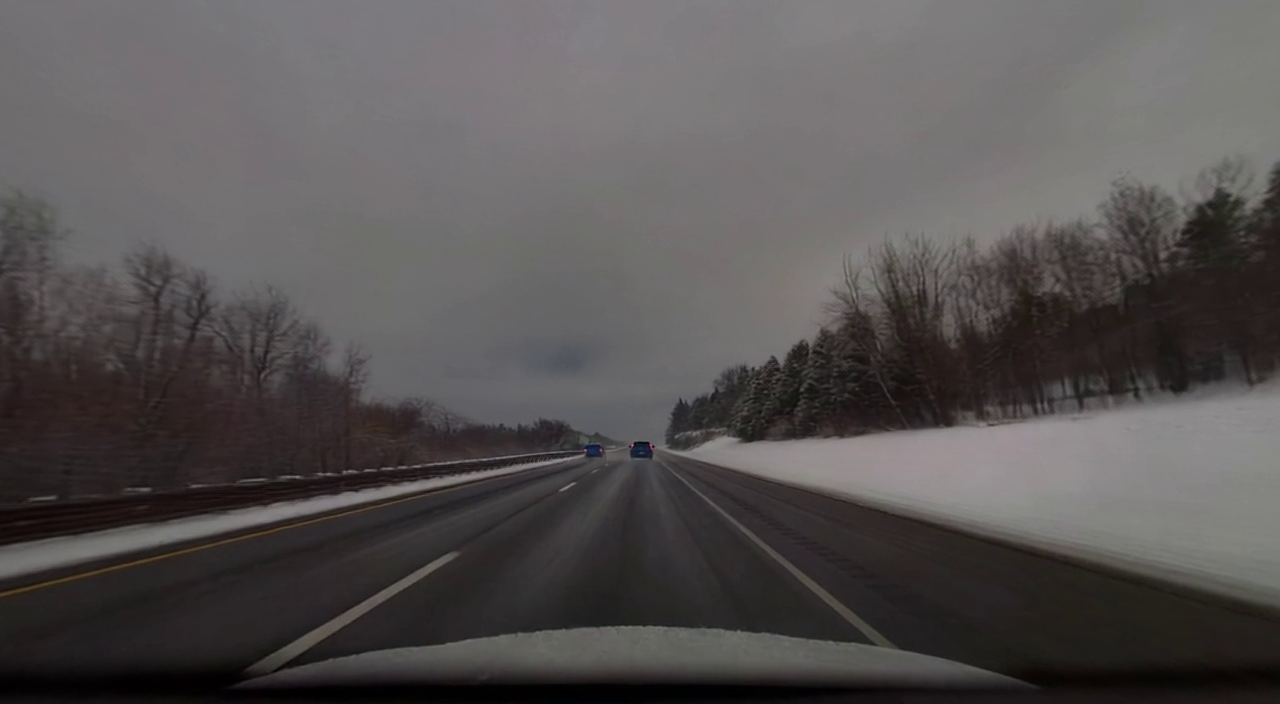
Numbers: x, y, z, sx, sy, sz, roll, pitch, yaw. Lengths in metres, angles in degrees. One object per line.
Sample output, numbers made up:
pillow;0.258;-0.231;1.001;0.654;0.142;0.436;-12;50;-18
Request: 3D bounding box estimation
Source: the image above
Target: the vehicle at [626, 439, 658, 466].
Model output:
vehicle;0.106;6.963;43.752;2.126;1.786;3.958;0;-9;0
